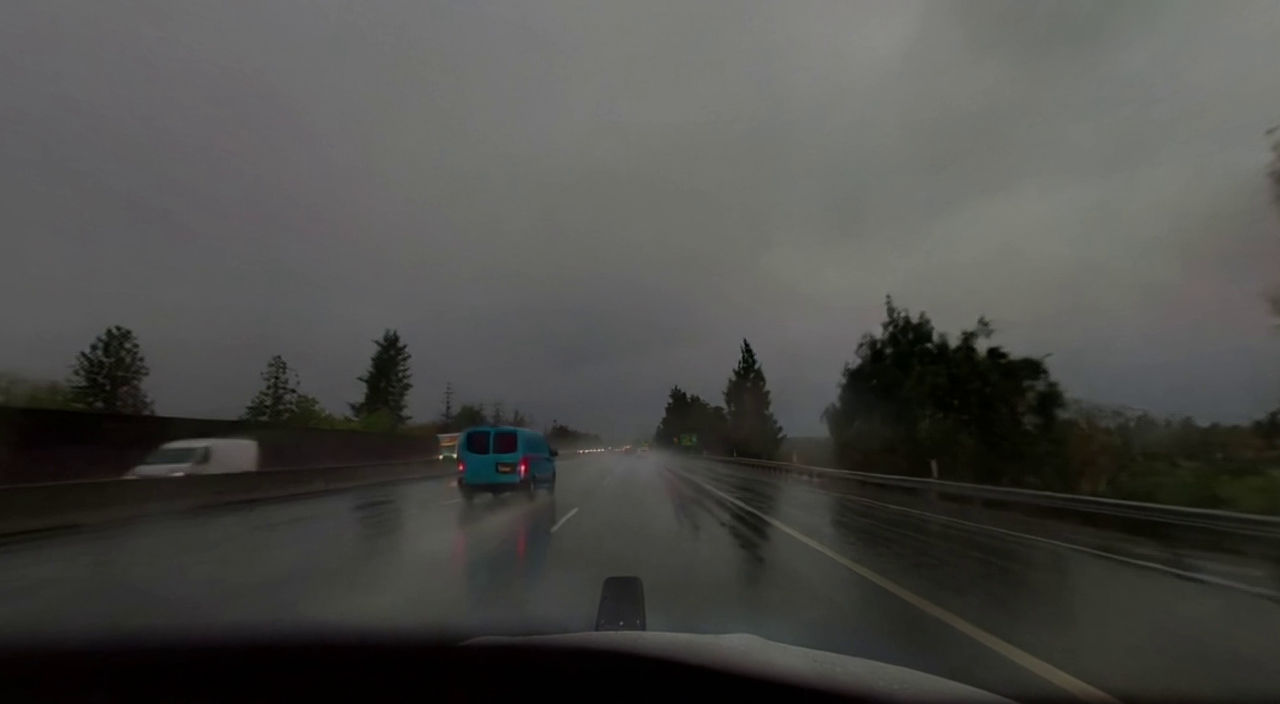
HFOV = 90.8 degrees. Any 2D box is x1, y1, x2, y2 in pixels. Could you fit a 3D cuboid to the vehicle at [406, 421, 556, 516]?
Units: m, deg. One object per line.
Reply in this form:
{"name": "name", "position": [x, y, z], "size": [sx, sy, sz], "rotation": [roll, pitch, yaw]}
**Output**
{"name": "vehicle", "position": [-3.698, 2.854, 15.960], "size": [2.349, 1.973, 5.419], "rotation": [0, -9, 0]}
